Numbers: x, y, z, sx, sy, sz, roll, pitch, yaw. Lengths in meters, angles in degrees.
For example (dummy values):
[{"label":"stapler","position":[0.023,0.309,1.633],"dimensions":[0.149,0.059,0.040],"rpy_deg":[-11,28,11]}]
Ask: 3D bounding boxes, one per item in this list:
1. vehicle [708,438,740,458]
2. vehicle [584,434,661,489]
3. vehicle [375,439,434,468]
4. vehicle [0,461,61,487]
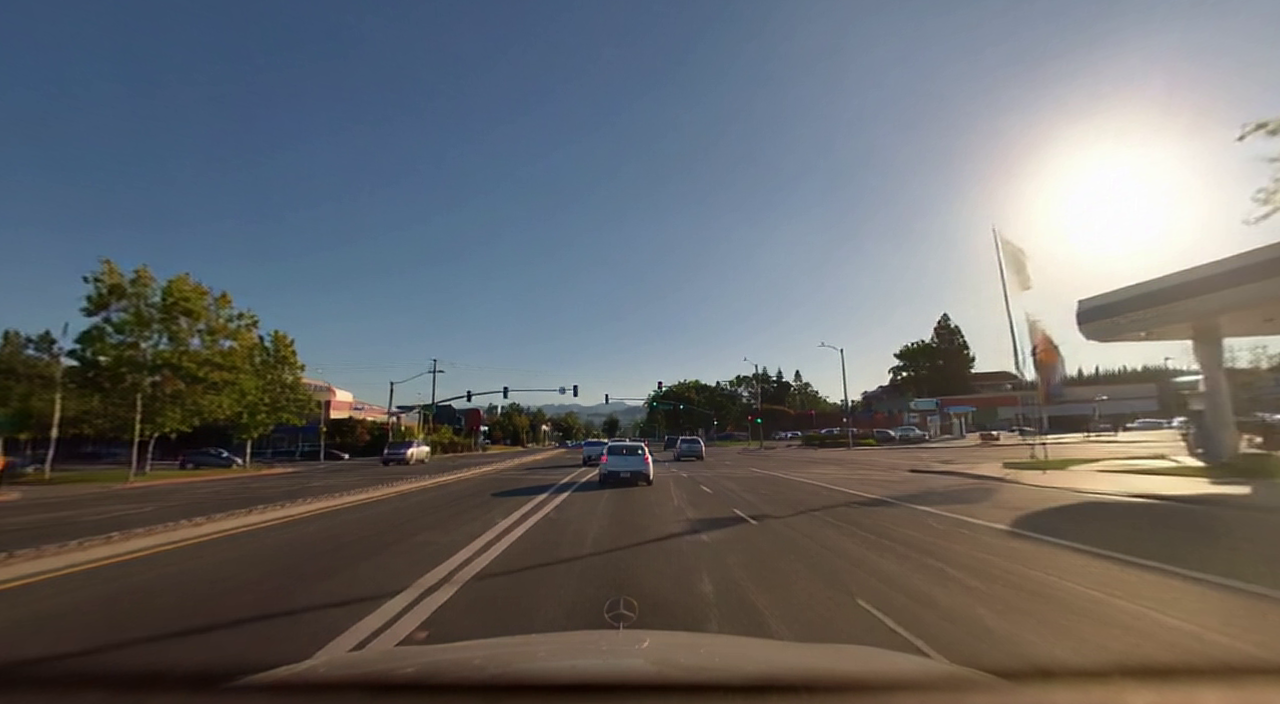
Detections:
[{"label":"vehicle","position":[6.563,7.596,49.804],"dimensions":[1.890,1.489,4.396],"rpy_deg":[0,-8,-1]},{"label":"vehicle","position":[-0.463,3.200,18.715],"dimensions":[2.040,1.451,3.736],"rpy_deg":[0,-8,0]},{"label":"vehicle","position":[-17.398,7.499,46.988],"dimensions":[2.224,2.000,5.743],"rpy_deg":[0,-8,0]},{"label":"vehicle","position":[-36.139,7.014,36.403],"dimensions":[3.670,1.430,1.897],"rpy_deg":[-1,-9,4]}]
